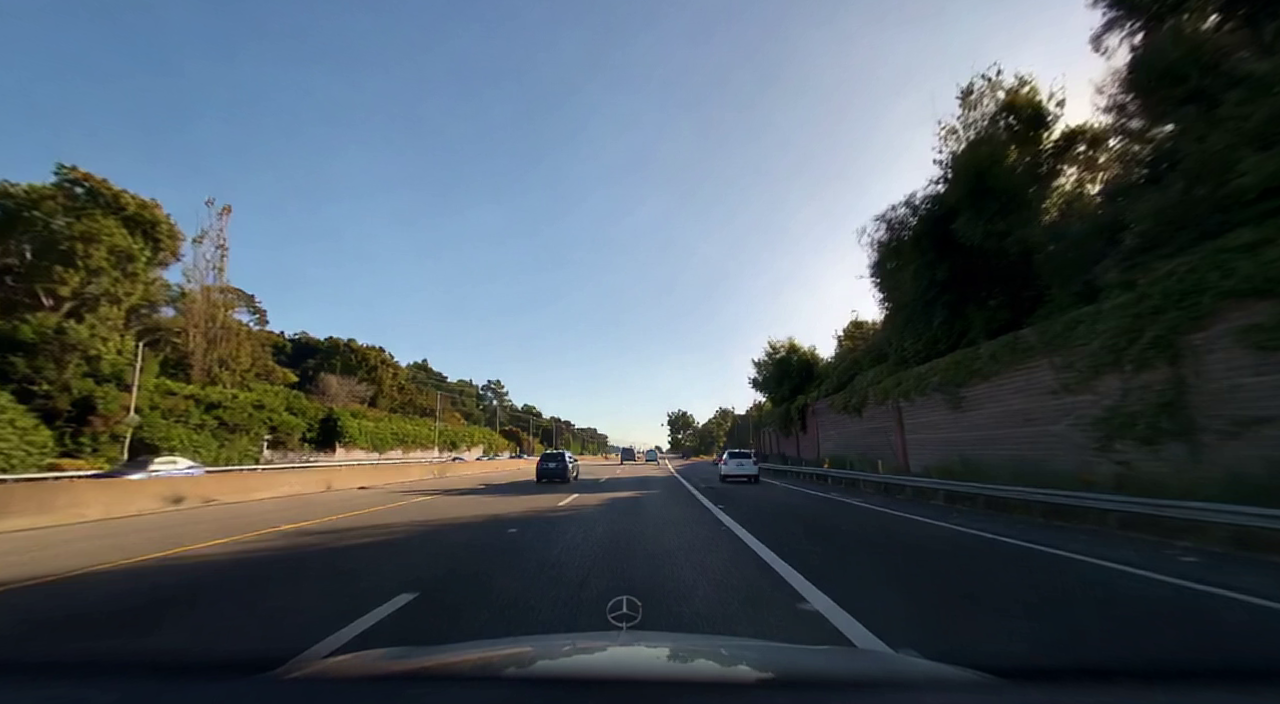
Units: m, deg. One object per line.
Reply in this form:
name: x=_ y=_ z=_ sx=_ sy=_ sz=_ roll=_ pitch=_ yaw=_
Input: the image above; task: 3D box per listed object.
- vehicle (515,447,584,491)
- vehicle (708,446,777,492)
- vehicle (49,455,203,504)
vehicle: x=-3.396 y=4.493 z=24.458 sx=1.997 sy=1.540 sz=3.906 roll=0 pitch=-9 yaw=2
vehicle: x=3.745 y=4.363 z=23.861 sx=2.020 sy=1.548 sz=4.715 roll=0 pitch=-9 yaw=3
vehicle: x=-17.110 y=4.228 z=21.276 sx=1.805 sy=1.456 sz=3.983 roll=0 pitch=-9 yaw=1
